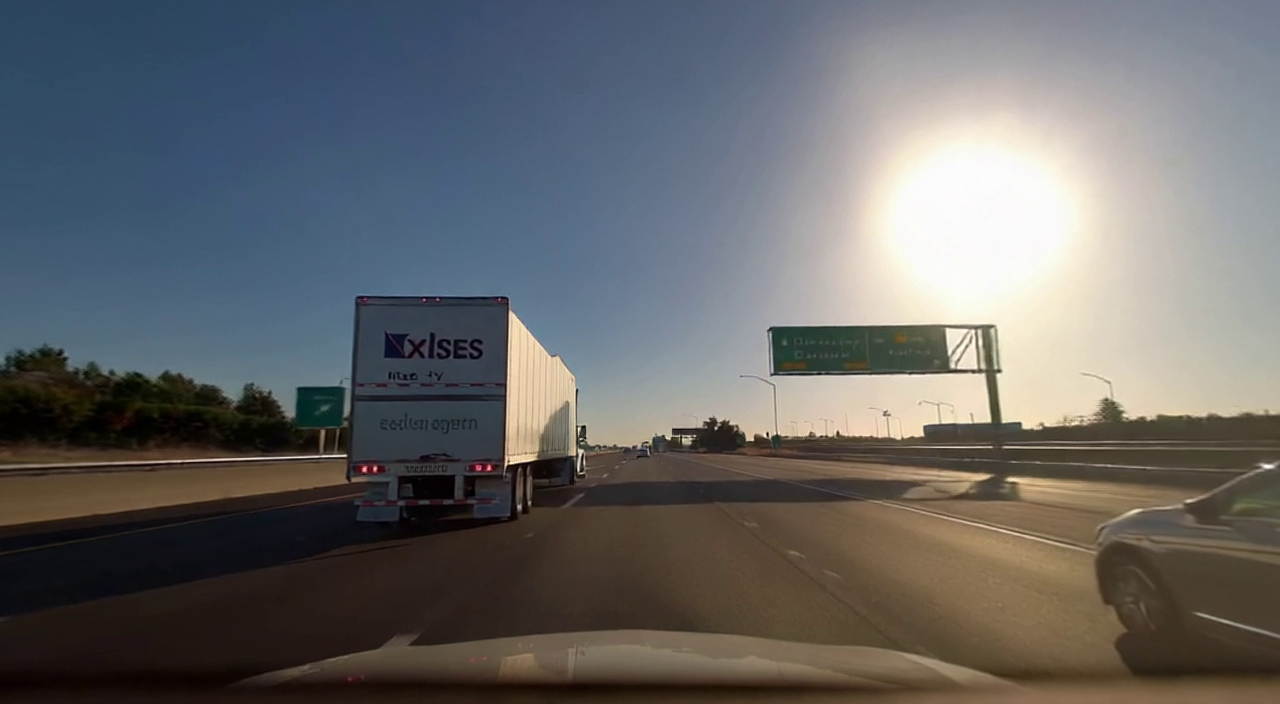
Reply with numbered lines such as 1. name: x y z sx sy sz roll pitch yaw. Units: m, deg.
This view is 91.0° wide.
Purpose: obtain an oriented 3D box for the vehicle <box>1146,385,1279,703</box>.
1. vehicle: 3.744 0.666 1.012 2.044 1.558 4.577 0 -9 0

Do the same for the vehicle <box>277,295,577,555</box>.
1. vehicle: -3.206 1.566 12.578 2.922 3.458 8.360 0 -9 1
